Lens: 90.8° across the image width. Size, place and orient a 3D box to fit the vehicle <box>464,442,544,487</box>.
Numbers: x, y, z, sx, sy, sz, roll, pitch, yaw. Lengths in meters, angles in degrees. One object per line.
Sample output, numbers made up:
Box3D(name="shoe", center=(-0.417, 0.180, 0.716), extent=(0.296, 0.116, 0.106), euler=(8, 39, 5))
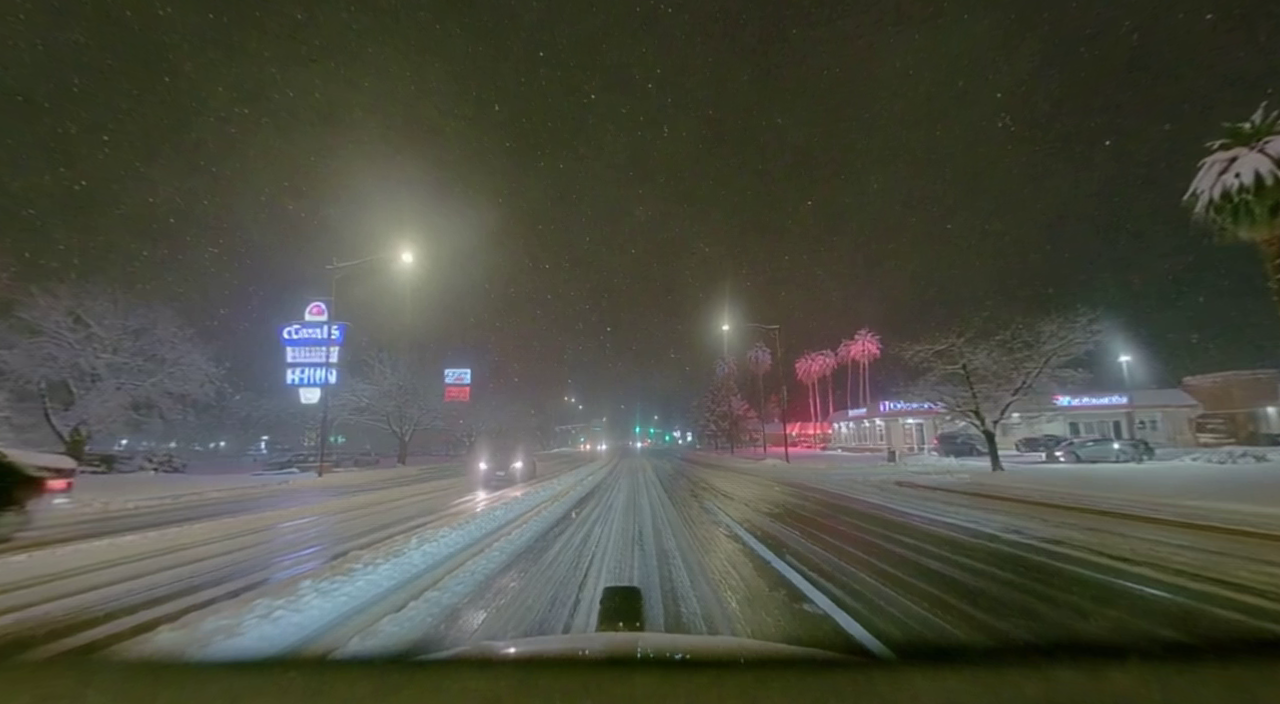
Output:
Box3D(name="vehicle", center=(-4.833, 4.062, 23.149), extent=(1.934, 1.471, 4.280), euler=(0, -8, 1))

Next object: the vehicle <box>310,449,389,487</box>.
Box3D(name="vehicle", center=(-13.963, 5.565, 30.629), extent=(1.946, 1.489, 4.435), euler=(-4, -8, -3))

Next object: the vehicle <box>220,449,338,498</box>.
Box3D(name="vehicle", center=(-14.012, 4.692, 24.906), extent=(1.972, 1.504, 5.036), euler=(-5, -8, -3))
